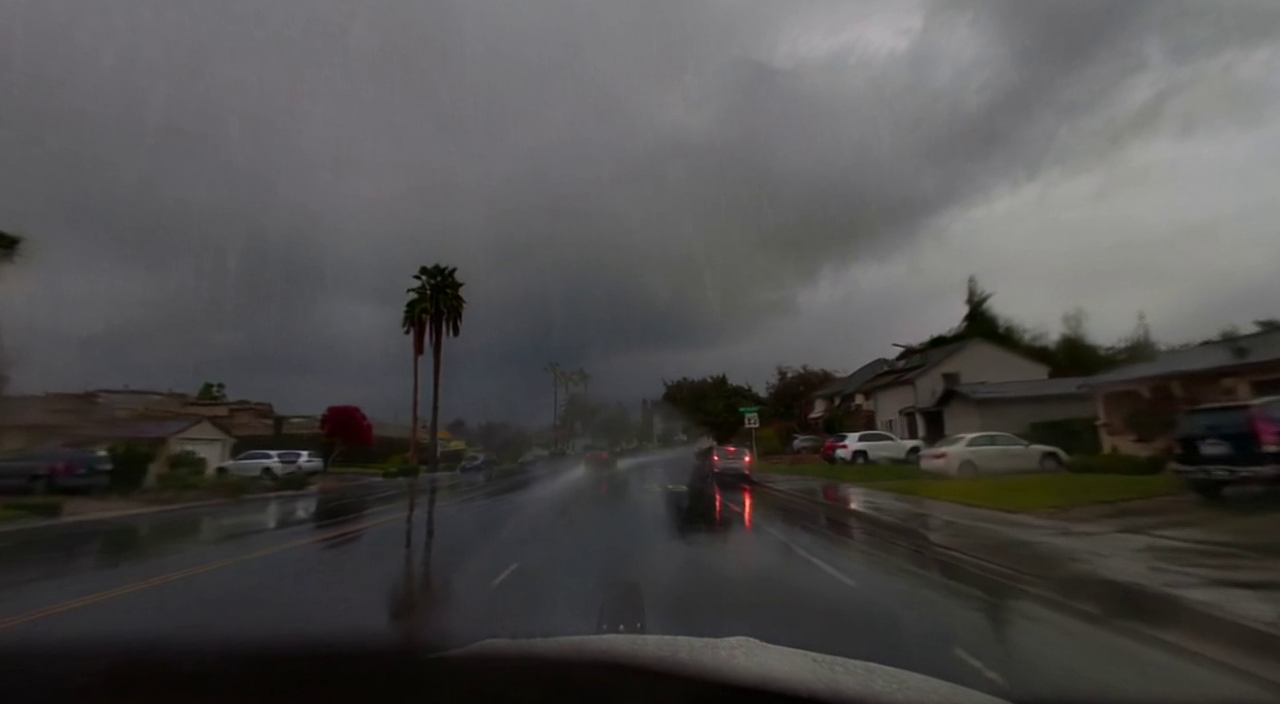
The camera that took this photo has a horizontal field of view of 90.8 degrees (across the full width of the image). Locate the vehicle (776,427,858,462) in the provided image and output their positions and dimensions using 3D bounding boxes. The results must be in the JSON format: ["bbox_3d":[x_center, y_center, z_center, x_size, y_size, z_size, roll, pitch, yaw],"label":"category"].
[{"bbox_3d":[13.803,7.257,49.436,5.550,2.066,2.288,-12,-13,29],"label":"vehicle"}]

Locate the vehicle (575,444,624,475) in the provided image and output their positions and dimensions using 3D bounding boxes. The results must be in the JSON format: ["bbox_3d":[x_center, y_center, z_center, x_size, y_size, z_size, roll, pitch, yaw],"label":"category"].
[{"bbox_3d":[-2.044,5.579,33.058,2.035,1.474,4.284,0,-9,4],"label":"vehicle"}]

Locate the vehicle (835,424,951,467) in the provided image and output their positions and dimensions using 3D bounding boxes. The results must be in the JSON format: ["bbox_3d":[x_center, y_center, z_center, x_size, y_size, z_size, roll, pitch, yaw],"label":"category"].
[{"bbox_3d":[12.036,4.506,30.363,4.710,1.731,1.972,-4,-10,7],"label":"vehicle"}]

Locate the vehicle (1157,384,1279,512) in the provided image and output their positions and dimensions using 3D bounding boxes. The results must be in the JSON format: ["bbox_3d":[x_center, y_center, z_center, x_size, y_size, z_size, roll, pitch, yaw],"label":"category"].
[{"bbox_3d":[11.205,1.527,10.821,4.531,1.864,2.037,2,-11,-32],"label":"vehicle"}]

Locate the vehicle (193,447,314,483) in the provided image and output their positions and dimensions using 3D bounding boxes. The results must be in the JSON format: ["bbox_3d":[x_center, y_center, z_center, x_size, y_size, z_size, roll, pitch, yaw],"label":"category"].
[{"bbox_3d":[-19.906,5.814,32.700,4.992,1.779,1.928,0,-9,2],"label":"vehicle"}]

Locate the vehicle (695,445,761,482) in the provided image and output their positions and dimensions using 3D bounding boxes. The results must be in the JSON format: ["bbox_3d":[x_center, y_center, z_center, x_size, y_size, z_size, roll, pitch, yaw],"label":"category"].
[{"bbox_3d":[3.762,4.875,27.875,2.025,1.456,4.865,0,-9,-3],"label":"vehicle"}]

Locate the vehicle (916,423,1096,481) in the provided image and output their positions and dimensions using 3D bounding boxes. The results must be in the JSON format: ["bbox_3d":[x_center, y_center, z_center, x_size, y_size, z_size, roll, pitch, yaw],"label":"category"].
[{"bbox_3d":[11.426,3.140,19.961,4.454,1.499,1.821,-3,-9,-1],"label":"vehicle"}]
